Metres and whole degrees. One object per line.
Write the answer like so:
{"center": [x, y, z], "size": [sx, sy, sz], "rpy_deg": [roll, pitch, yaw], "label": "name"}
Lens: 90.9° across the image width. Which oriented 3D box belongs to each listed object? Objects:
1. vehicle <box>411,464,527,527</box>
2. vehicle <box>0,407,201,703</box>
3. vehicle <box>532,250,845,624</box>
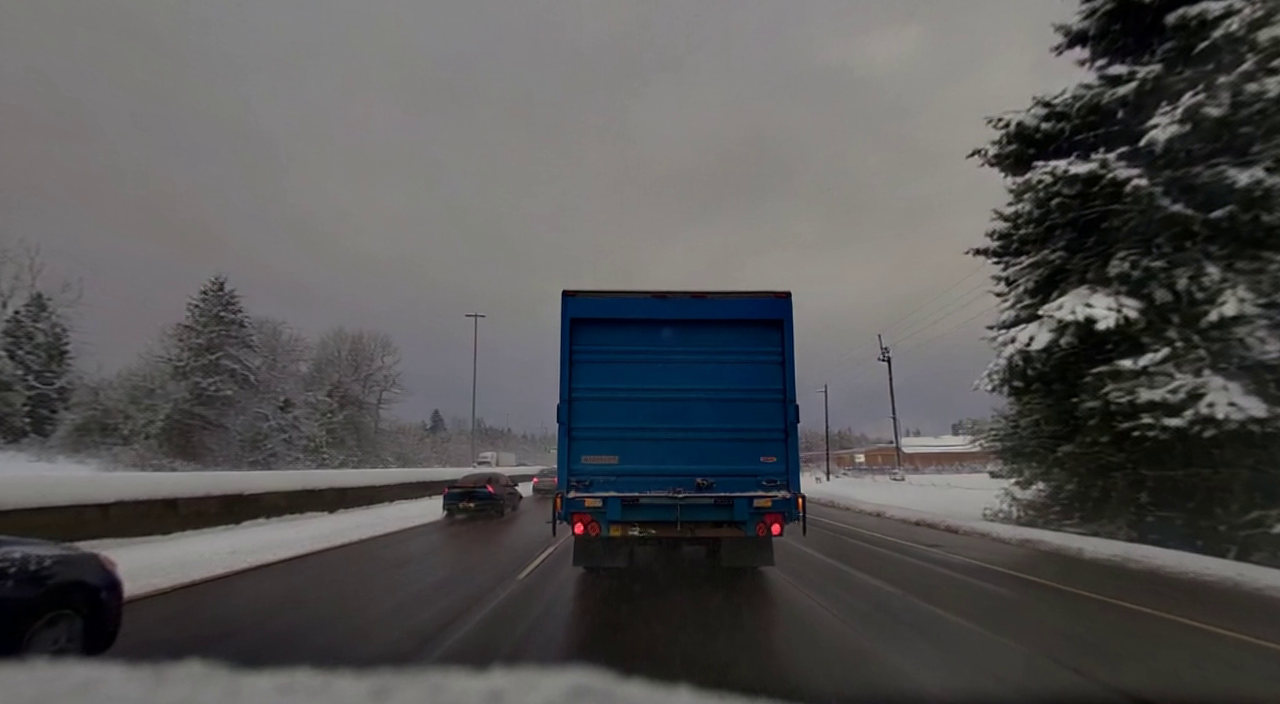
{"center": [-4.507, 3.864, 17.361], "size": [1.891, 1.469, 4.431], "rpy_deg": [1, -11, 0], "label": "vehicle"}
{"center": [-3.965, 0.813, 1.668], "size": [1.983, 1.575, 4.973], "rpy_deg": [1, -11, 0], "label": "vehicle"}
{"center": [0.596, 1.506, 10.299], "size": [2.831, 3.529, 8.689], "rpy_deg": [0, -11, 2], "label": "vehicle"}
